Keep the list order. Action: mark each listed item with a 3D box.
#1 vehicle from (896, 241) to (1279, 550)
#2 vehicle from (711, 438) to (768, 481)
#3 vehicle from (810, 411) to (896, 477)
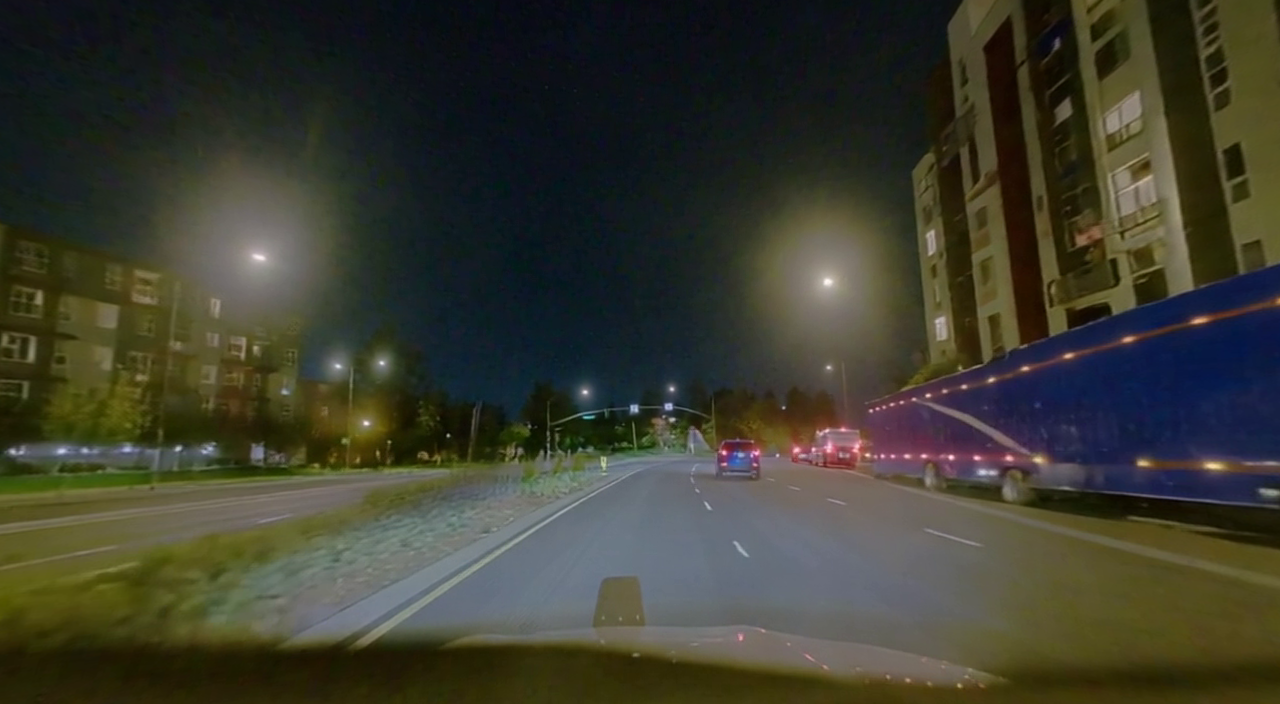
[{"bbox_3d":[10.355,1.324,13.446,2.887,4.158,18.418,-1,-9,2],"label":"vehicle"},{"bbox_3d":[4.542,4.979,29.572,2.215,1.812,4.569,-1,-9,4],"label":"vehicle"},{"bbox_3d":[11.852,5.222,35.919,2.893,3.309,7.300,0,-9,5],"label":"vehicle"}]
